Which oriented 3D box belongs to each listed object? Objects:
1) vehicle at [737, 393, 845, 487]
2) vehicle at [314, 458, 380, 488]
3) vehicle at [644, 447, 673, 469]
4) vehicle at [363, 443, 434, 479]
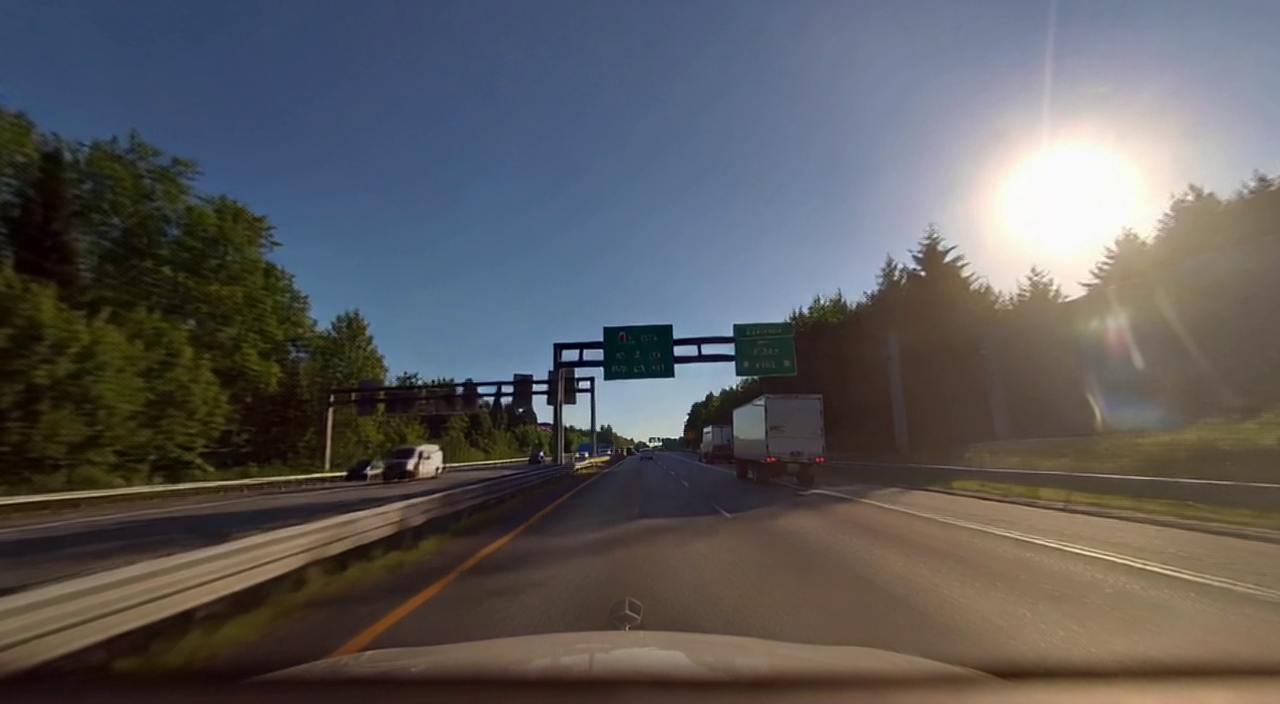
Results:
[{"bbox_3d":[6.022,3.732,26.494,2.743,3.367,7.306,0,-9,1],"label":"vehicle"},{"bbox_3d":[-17.077,7.046,36.941,1.865,1.513,3.969,0,-8,0],"label":"vehicle"},{"bbox_3d":[1.308,7.707,46.088,2.049,1.500,3.790,0,-9,1],"label":"vehicle"},{"bbox_3d":[-13.439,6.087,35.414,2.077,1.870,4.723,0,-9,1],"label":"vehicle"}]
